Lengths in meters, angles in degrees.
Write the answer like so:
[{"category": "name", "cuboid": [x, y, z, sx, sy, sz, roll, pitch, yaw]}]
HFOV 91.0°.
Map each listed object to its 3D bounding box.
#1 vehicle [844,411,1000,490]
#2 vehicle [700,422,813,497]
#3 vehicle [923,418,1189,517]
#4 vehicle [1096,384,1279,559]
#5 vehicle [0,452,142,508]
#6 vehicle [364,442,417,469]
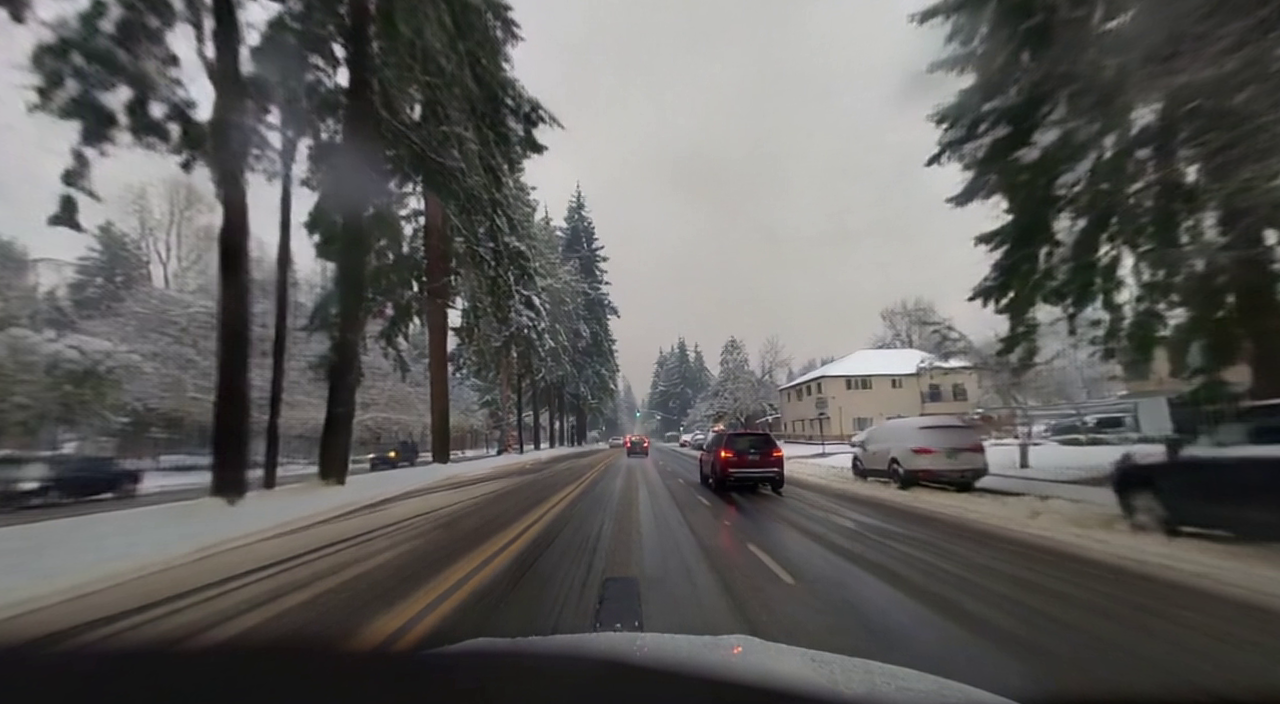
[{"category": "vehicle", "cuboid": [7.450, 2.685, 17.327, 2.047, 1.852, 4.861, 0, -8, 0]}, {"category": "vehicle", "cuboid": [2.786, 2.686, 16.080, 2.022, 1.656, 4.025, 0, -8, -1]}, {"category": "vehicle", "cuboid": [7.529, 2.126, 12.113, 1.886, 1.534, 4.464, 0, -8, -3]}, {"category": "vehicle", "cuboid": [7.686, 1.232, 6.497, 2.174, 1.788, 4.954, 0, -8, 0]}, {"category": "vehicle", "cuboid": [-18.254, 3.893, 19.580, 1.836, 1.454, 4.507, 0, -8, 0]}, {"category": "vehicle", "cuboid": [-16.174, 6.700, 41.027, 1.885, 1.633, 4.265, 0, -8, -2]}]
